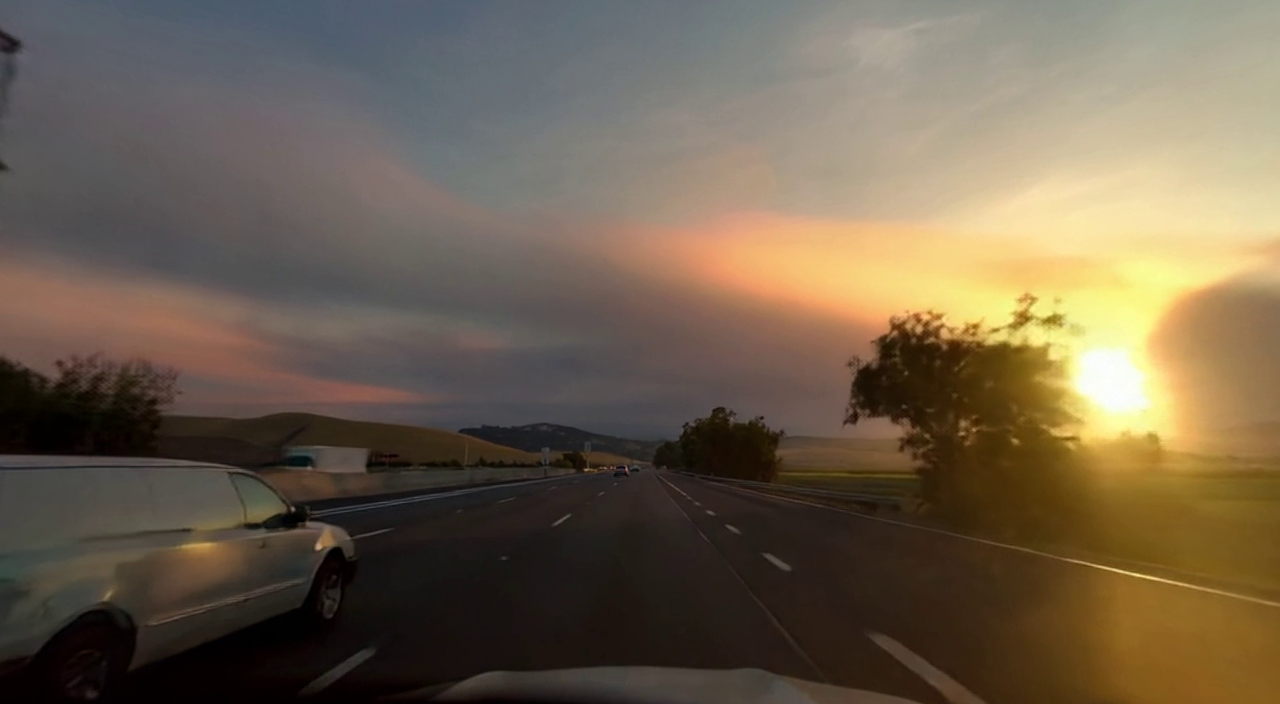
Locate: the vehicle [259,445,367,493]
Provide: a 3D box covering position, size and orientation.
[{"bbox_3d":[-18.765,6.780,36.685,2.335,2.469,7.028,1,-10,1],"label":"vehicle"}]
